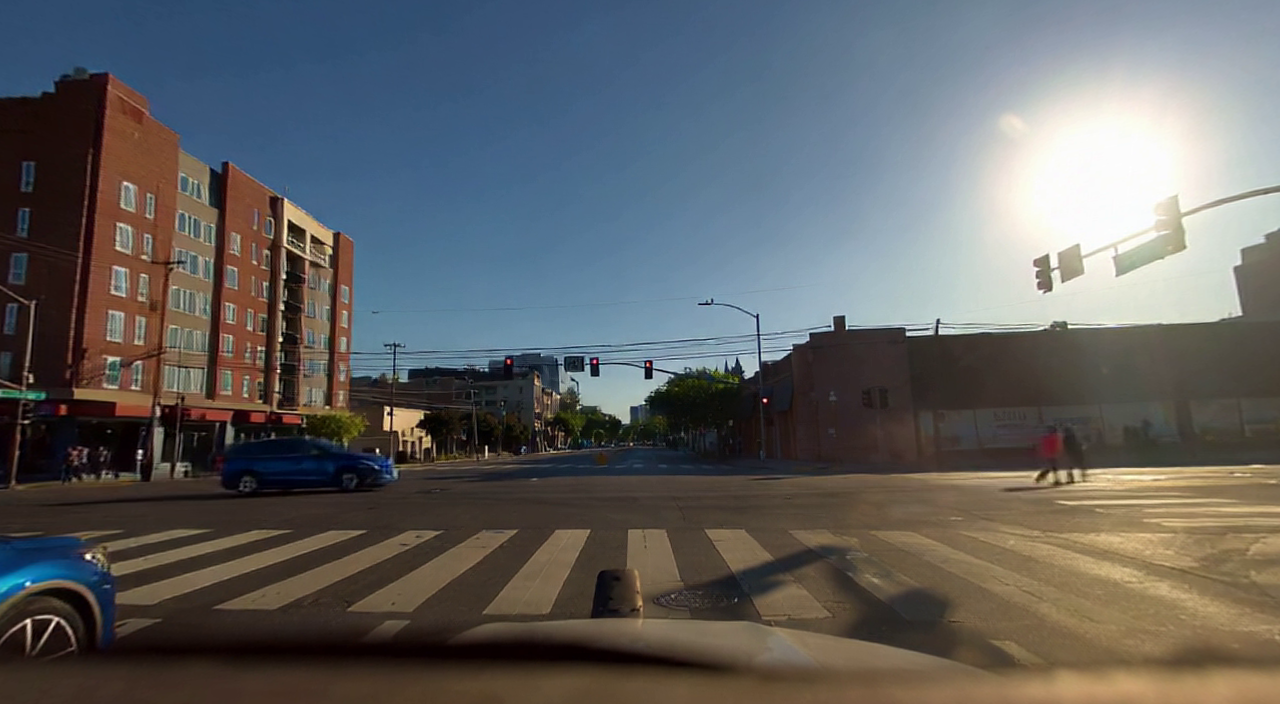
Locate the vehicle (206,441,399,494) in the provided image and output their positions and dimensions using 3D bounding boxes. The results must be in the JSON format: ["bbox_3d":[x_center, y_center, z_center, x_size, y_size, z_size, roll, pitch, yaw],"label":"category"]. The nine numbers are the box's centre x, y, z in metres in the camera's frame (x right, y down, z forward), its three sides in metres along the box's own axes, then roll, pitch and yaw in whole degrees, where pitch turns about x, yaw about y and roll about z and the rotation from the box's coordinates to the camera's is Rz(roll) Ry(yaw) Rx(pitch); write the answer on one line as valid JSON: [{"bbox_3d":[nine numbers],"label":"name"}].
[{"bbox_3d":[-9.765,3.364,18.462,4.551,1.454,1.941,0,-8,2],"label":"vehicle"}]

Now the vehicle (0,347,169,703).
[{"bbox_3d":[-3.637,0.618,1.059,2.109,1.692,4.587,0,-8,0],"label":"vehicle"}]
